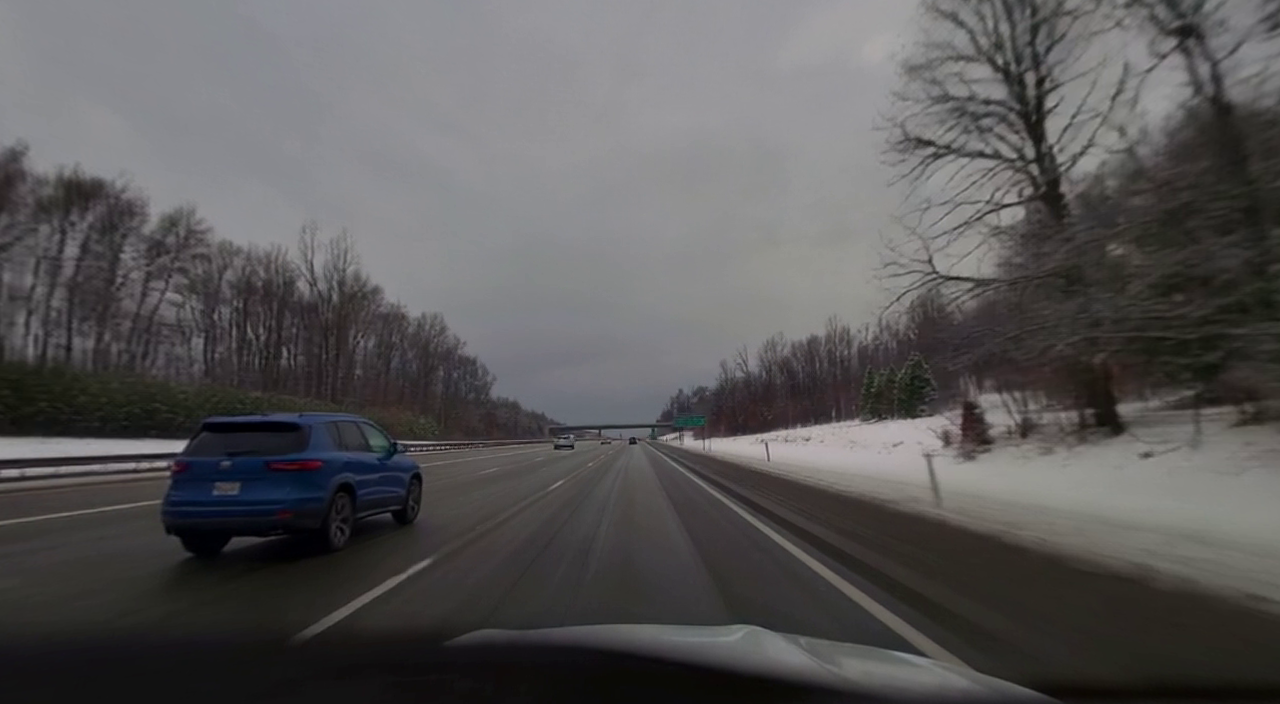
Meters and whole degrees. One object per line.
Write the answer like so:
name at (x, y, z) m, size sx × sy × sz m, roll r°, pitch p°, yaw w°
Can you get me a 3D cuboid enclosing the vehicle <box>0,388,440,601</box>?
vehicle at (-4.119, 1.431, 7.294) m, size 2.057 × 1.666 × 4.552 m, roll 0°, pitch -8°, yaw 1°
